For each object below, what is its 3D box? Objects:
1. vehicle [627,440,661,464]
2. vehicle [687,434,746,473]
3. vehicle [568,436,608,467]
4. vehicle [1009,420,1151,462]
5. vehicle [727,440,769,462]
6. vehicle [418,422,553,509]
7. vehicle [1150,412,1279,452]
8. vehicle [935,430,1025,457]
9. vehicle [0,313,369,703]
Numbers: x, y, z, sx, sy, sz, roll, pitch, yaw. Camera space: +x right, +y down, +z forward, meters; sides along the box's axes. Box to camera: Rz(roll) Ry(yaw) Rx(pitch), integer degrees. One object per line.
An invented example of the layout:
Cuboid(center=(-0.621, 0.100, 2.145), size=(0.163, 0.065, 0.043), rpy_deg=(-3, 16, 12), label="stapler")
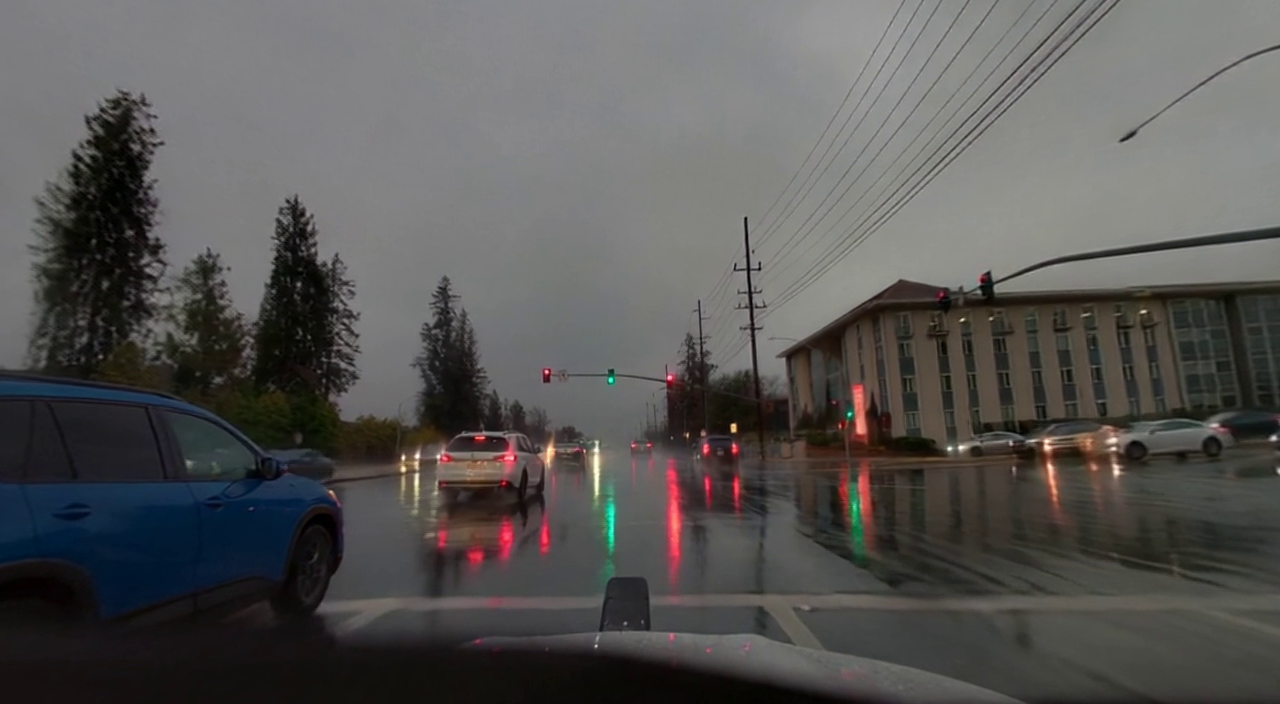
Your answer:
Cuboid(center=(0.284, 6.766, 42.905), size=(2.185, 1.515, 4.215), rpy_deg=(0, -8, 1), label="vehicle")
Cuboid(center=(3.578, 4.870, 30.409), size=(2.201, 1.734, 4.564), rpy_deg=(0, -8, -1), label="vehicle")
Cuboid(center=(-2.944, 5.779, 36.667), size=(1.900, 1.677, 4.128), rpy_deg=(0, -8, 1), label="vehicle")
Cuboid(center=(19.683, 4.006, 28.343), size=(5.033, 1.802, 1.928), rpy_deg=(1, -9, -5), label="vehicle")
Cuboid(center=(8.457, 7.788, 49.709), size=(1.928, 1.591, 4.436), rpy_deg=(1, -9, -8), label="vehicle")
Cuboid(center=(-3.425, 2.619, 14.933), size=(1.958, 1.744, 4.315), rpy_deg=(0, -8, 2), label="vehicle")
Cuboid(center=(26.206, 3.631, 28.501), size=(4.439, 1.748, 2.037), rpy_deg=(0, -9, 1), label="vehicle")
Cuboid(center=(20.270, 5.470, 37.706), size=(4.119, 1.574, 2.028), rpy_deg=(0, -9, 1), label="vehicle")
Cuboid(center=(-3.349, 0.854, 2.978), size=(2.127, 1.754, 4.287), rpy_deg=(0, -8, 1), label="vehicle")
